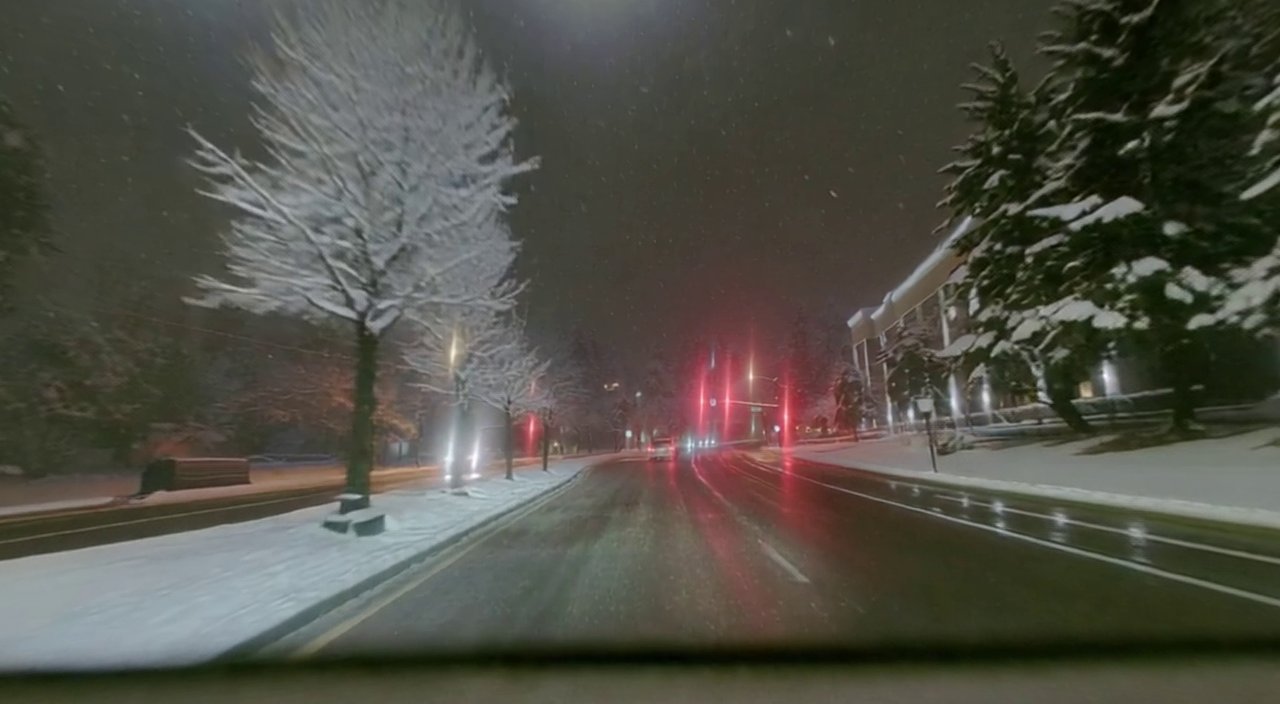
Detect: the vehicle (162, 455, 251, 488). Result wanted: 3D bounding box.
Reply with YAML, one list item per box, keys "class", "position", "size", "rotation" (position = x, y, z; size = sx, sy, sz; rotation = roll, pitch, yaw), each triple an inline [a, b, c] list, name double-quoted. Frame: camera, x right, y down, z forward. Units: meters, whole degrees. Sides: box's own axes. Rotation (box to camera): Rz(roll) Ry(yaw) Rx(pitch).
- class: "vehicle"
  position: [-24.783, 6.809, 36.328]
  size: [1.956, 1.637, 4.323]
  rotation: [-2, -8, 3]

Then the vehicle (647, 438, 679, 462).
- class: "vehicle"
  position: [1.633, 6.823, 44.069]
  size: [2.037, 1.568, 3.693]
  rotation: [-1, -8, 4]
